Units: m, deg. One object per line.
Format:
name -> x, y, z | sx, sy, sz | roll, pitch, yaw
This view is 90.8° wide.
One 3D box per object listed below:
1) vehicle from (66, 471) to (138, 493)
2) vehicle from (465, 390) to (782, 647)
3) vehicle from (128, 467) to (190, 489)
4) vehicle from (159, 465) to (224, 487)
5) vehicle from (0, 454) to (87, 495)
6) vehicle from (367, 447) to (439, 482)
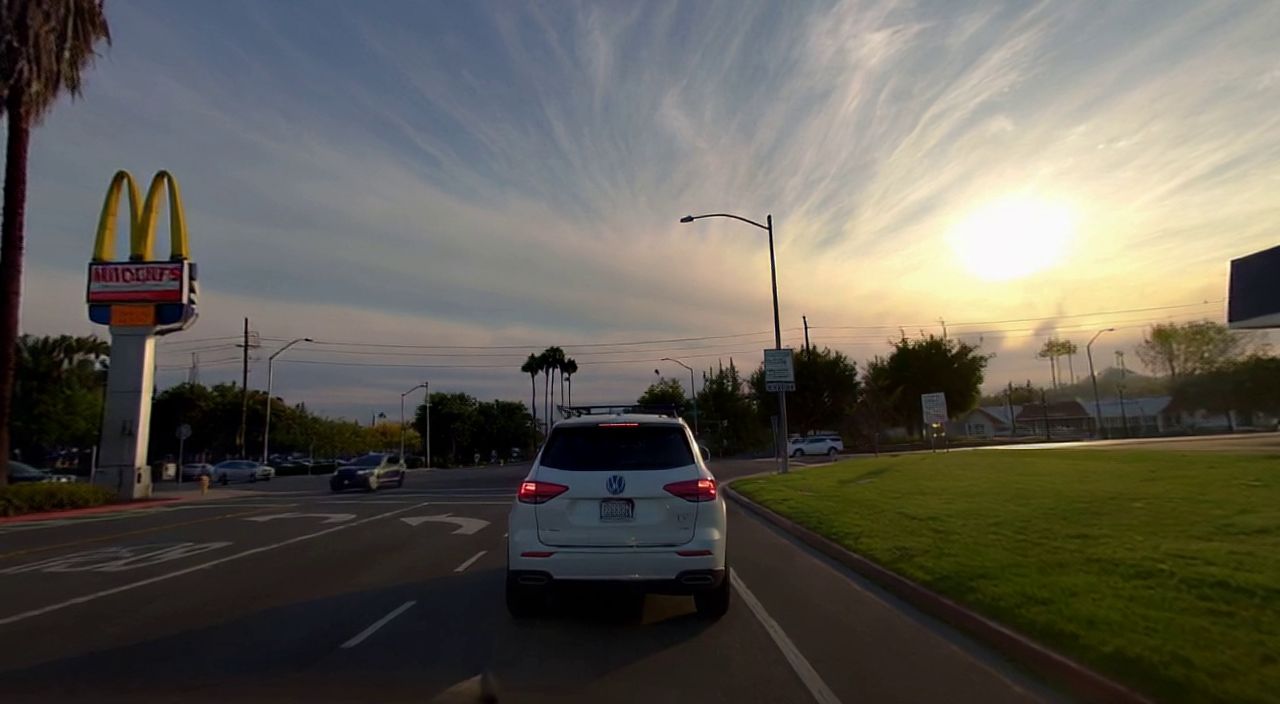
vehicle -> -39.930, 9.623, 47.021 | 1.602, 1.400, 4.220 | 0, -9, 0
vehicle -> -0.136, 1.418, 6.324 | 2.137, 1.728, 3.926 | 0, -9, -1
vehicle -> -35.619, 9.322, 46.889 | 1.641, 1.375, 3.640 | 0, -9, 1
vehicle -> -33.307, 9.223, 47.019 | 1.792, 1.439, 3.952 | -1, -9, 3
vehicle -> -28.098, 5.432, 28.216 | 4.584, 1.714, 2.186 | 4, -10, -27
vehicle -> -12.506, 5.915, 33.611 | 1.965, 1.718, 4.466 | 0, -9, 2
